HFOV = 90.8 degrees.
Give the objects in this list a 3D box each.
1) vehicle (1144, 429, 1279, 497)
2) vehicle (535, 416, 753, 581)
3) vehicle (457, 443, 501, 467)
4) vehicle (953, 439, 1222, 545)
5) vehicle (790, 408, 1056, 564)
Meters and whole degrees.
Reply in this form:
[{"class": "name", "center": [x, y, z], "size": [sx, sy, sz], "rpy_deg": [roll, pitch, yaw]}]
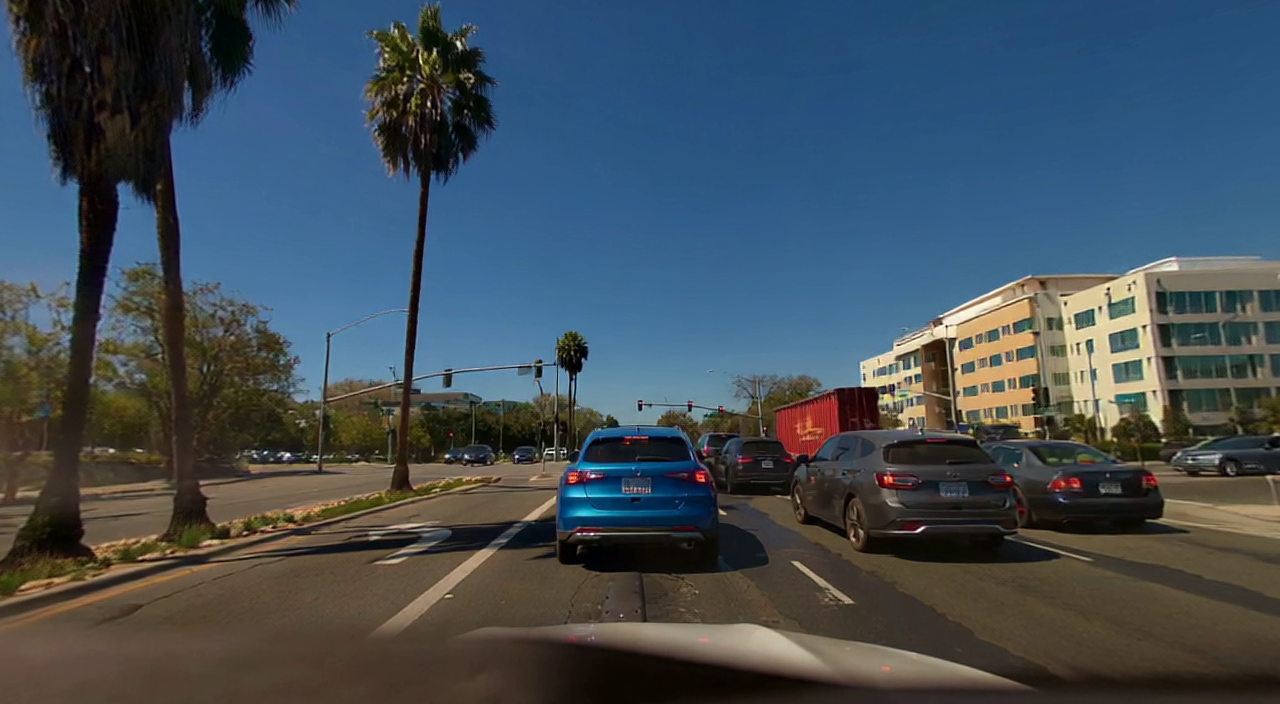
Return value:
[{"class": "vehicle", "center": [18.052, 3.209, 18.460], "size": [4.786, 1.848, 2.107], "rpy_deg": [0, -9, -1]}, {"class": "vehicle", "center": [0.031, 1.712, 8.139], "size": [2.083, 1.572, 4.021], "rpy_deg": [0, -9, 0]}, {"class": "vehicle", "center": [-12.376, 7.945, 48.778], "size": [2.180, 1.776, 4.521], "rpy_deg": [0, -9, 0]}, {"class": "vehicle", "center": [7.363, 2.293, 11.023], "size": [1.832, 1.477, 3.981], "rpy_deg": [0, -9, 1]}, {"class": "vehicle", "center": [3.674, 1.819, 9.225], "size": [1.947, 1.725, 4.159], "rpy_deg": [0, -9, 1]}]
